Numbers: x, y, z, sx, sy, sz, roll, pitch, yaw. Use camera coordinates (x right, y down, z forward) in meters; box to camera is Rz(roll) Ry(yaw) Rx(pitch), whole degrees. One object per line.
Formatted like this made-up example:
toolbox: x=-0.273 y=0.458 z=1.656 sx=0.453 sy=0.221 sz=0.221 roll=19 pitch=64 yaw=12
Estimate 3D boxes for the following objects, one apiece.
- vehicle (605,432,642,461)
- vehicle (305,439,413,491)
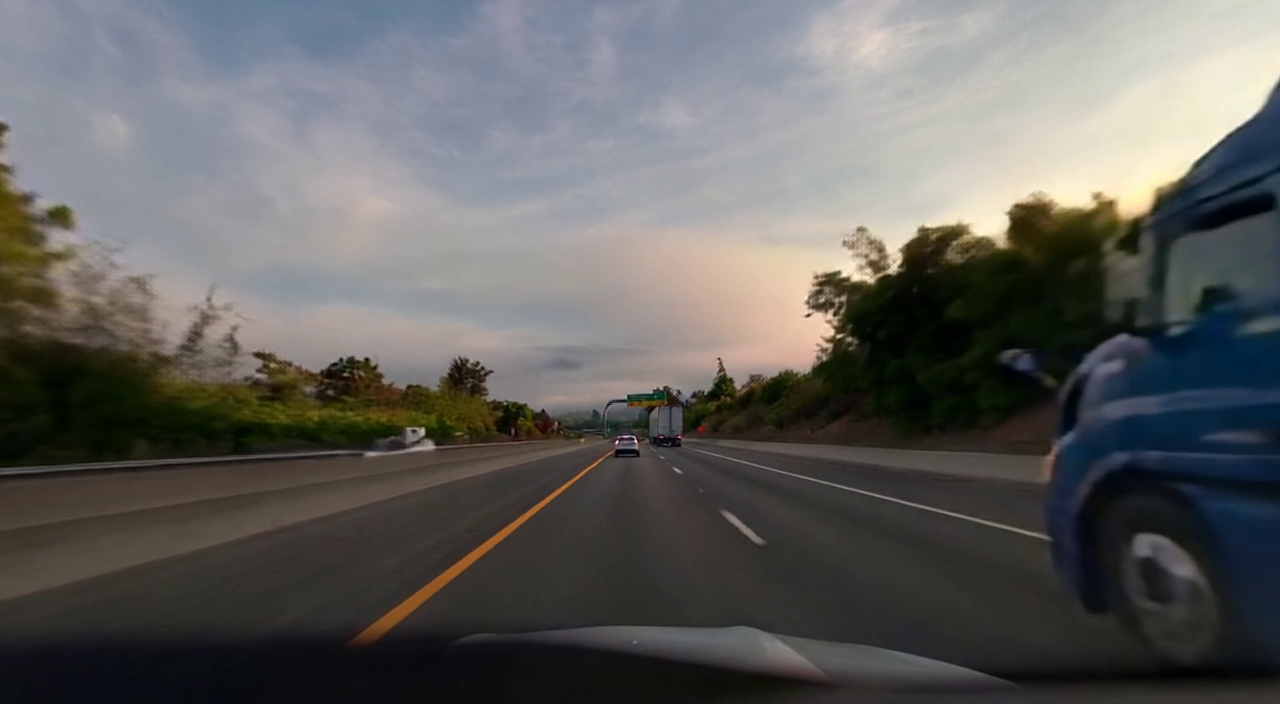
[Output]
vehicle: x=-0.948 y=5.563 z=37.297 sx=2.095 sy=1.557 sz=3.963 roll=0 pitch=-8 yaw=-1
vehicle: x=-9.726 y=3.907 z=22.204 sx=1.895 sy=1.606 sz=4.099 roll=0 pitch=-8 yaw=0
